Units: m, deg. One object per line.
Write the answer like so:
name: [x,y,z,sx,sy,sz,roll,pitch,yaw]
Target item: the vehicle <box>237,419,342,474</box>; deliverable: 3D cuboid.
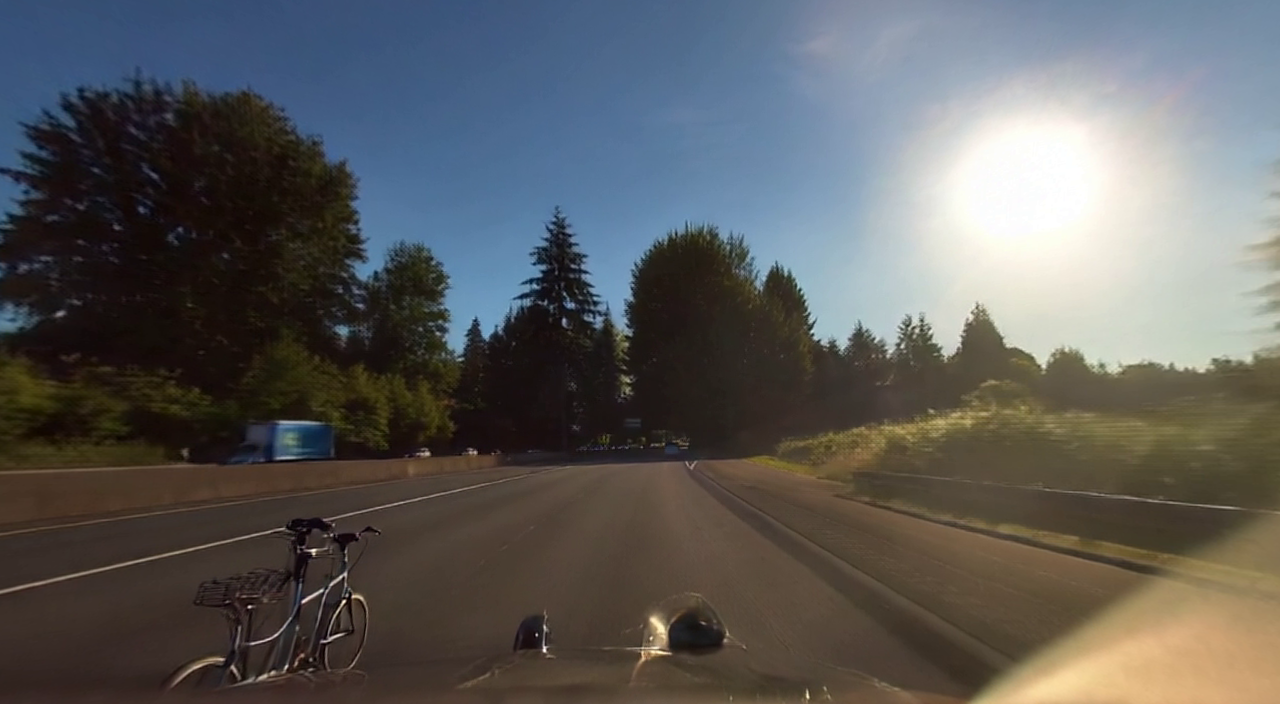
vehicle: [-25.319,6.920,46.093,3.046,3.634,7.542,0,-9,2]
